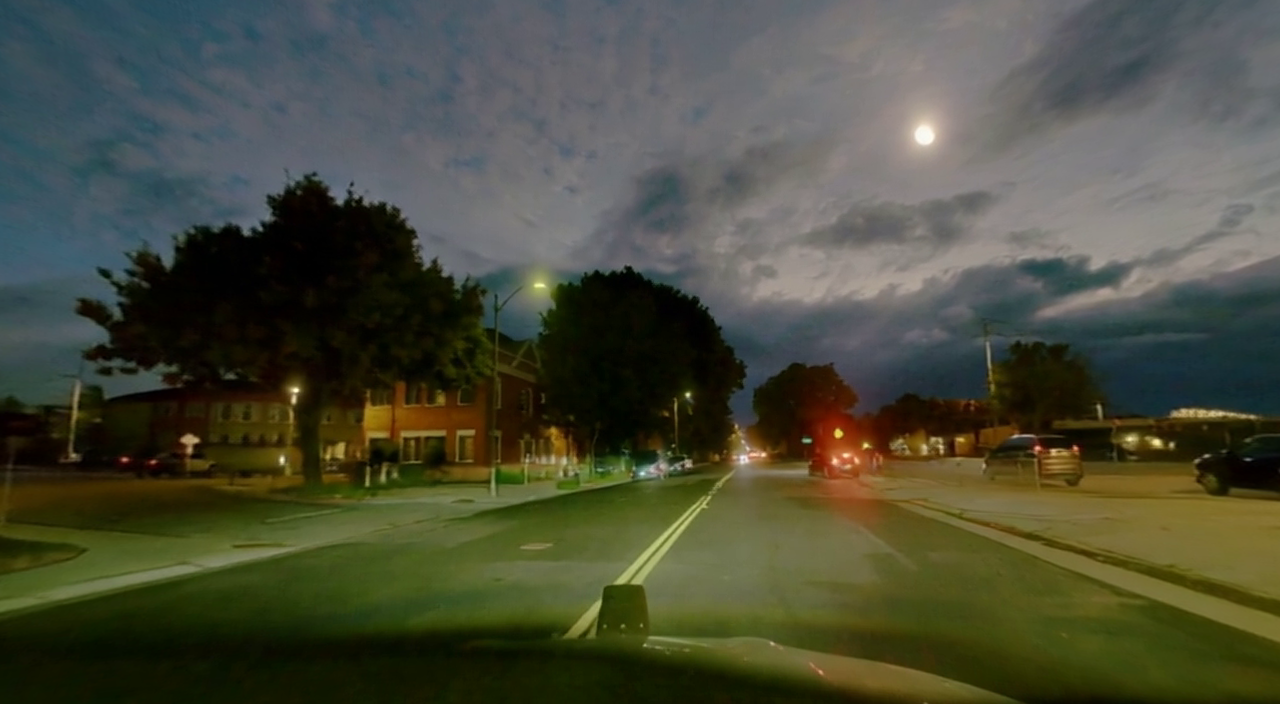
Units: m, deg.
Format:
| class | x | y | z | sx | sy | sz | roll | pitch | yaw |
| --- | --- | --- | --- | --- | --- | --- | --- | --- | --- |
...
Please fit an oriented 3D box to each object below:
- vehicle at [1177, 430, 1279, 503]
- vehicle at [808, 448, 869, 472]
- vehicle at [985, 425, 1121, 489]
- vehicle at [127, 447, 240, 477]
| class | x | y | z | sx | sy | sz | roll | pitch | yaw |
| --- | --- | --- | --- | --- | --- | --- | --- | --- | --- |
| vehicle | 14.628 | 2.505 | 13.956 | 1.903 | 1.528 | 4.374 | -2 | -9 | 6 |
| vehicle | 15.150 | 8.255 | 48.195 | 4.277 | 1.740 | 2.097 | -4 | -9 | 18 |
| vehicle | 13.467 | 3.486 | 20.959 | 2.018 | 1.840 | 4.662 | -2 | -9 | 11 |
| vehicle | -26.779 | 6.451 | 37.167 | 4.814 | 1.609 | 2.197 | 1 | -9 | -8 |
